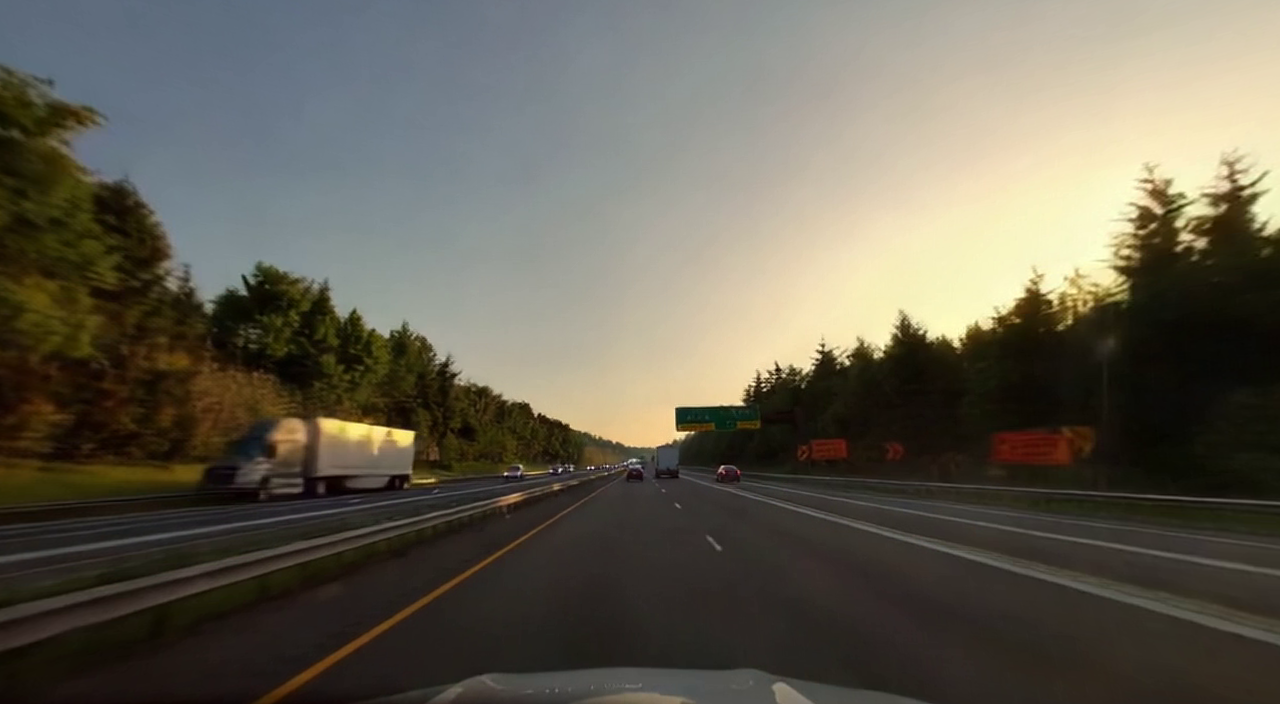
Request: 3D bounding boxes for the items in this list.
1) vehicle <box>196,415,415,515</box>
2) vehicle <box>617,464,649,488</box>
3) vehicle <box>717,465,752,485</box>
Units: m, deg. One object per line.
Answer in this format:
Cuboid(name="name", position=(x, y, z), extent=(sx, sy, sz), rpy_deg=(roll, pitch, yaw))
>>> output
Cuboid(name="vehicle", position=(-13.875, 5.057, 28.187), extent=(3.035, 3.442, 12.288), rpy_deg=(1, -10, 0))
Cuboid(name="vehicle", position=(-0.474, 8.253, 42.083), extent=(2.025, 1.452, 3.927), rpy_deg=(1, -10, -1))
Cuboid(name="vehicle", position=(7.435, 9.739, 49.960), extent=(1.977, 1.494, 4.311), rpy_deg=(1, -10, -2))
